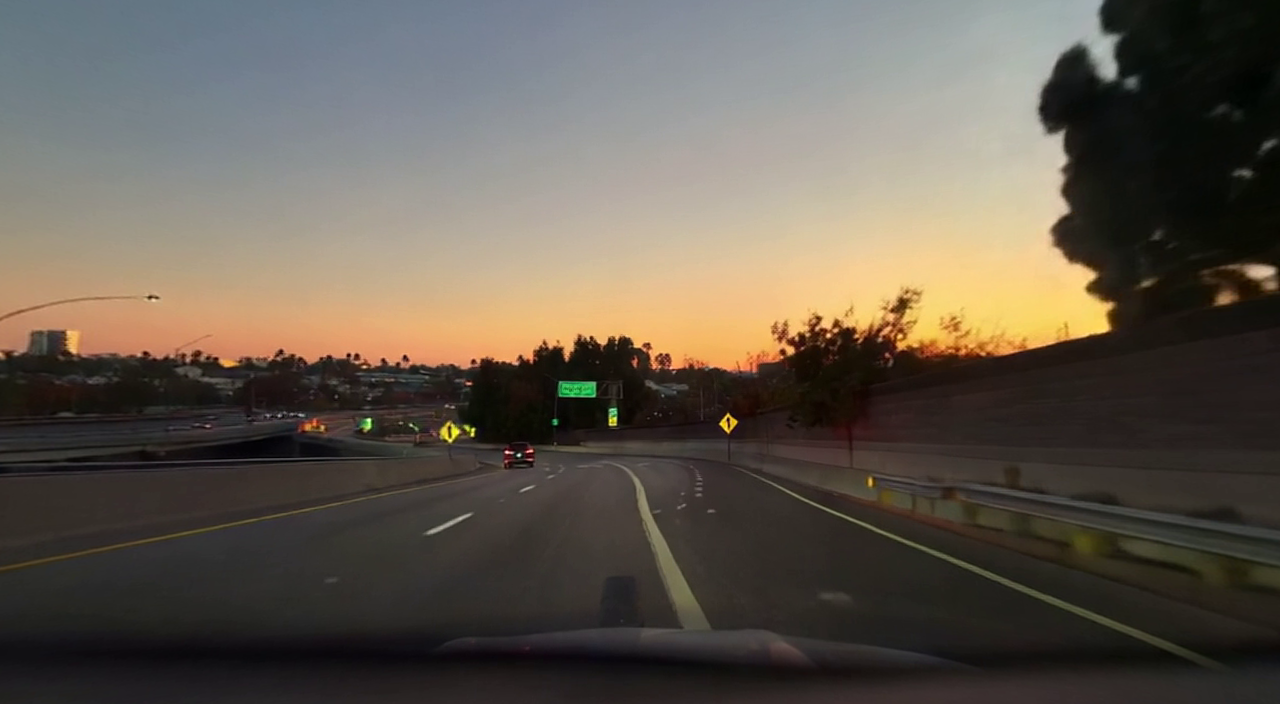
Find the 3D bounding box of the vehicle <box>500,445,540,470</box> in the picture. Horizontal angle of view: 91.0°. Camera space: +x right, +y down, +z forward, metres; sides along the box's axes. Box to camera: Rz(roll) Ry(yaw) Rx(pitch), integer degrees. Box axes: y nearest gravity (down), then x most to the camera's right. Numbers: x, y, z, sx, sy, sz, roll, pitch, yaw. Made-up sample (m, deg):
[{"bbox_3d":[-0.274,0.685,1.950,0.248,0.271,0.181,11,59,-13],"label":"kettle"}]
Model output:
[{"bbox_3d":[-7.922,7.001,42.068,2.234,1.588,4.484,1,-9,-6],"label":"vehicle"}]
